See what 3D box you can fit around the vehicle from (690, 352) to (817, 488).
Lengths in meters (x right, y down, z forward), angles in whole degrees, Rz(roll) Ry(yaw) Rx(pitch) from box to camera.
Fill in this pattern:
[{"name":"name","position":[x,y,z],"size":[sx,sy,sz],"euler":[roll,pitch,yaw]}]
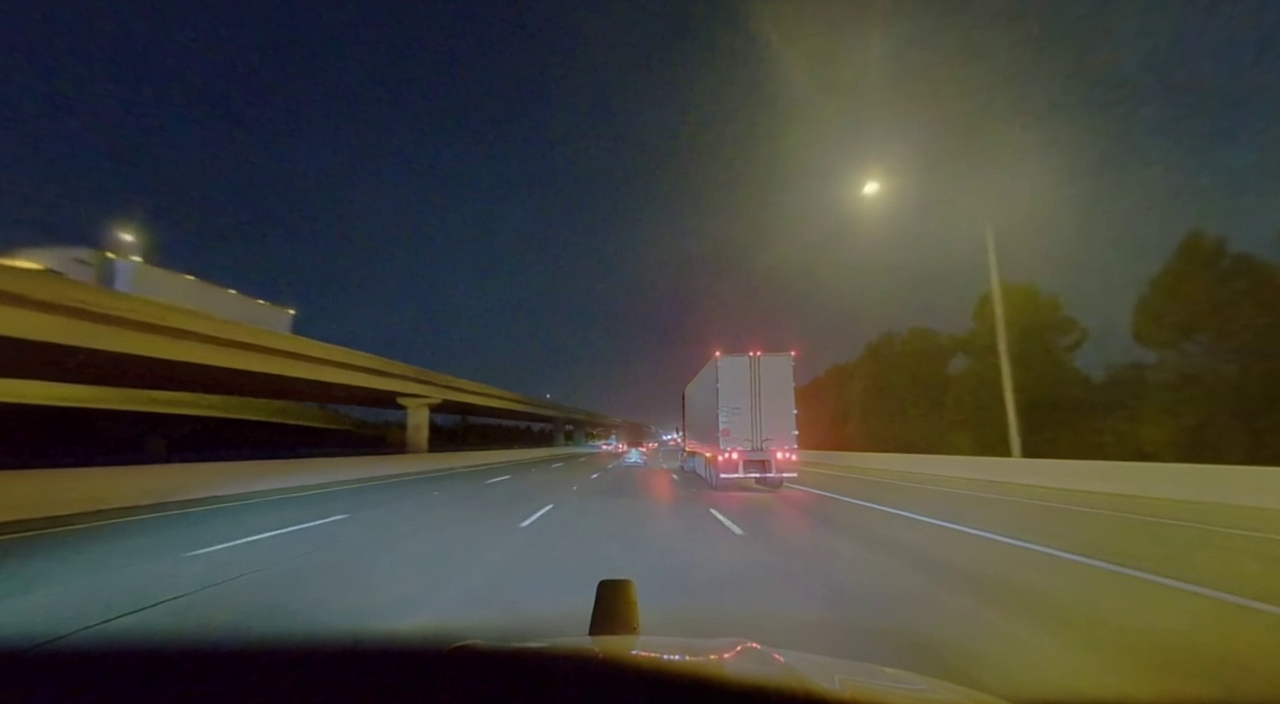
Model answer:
[{"name":"vehicle","position":[3.759,2.771,23.951],"size":[2.964,4.063,10.072],"euler":[0,-9,0]}]

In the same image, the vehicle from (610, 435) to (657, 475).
[{"name":"vehicle","position":[-0.258,4.856,29.988],"size":[2.077,1.716,4.514],"euler":[0,-9,0]}]
